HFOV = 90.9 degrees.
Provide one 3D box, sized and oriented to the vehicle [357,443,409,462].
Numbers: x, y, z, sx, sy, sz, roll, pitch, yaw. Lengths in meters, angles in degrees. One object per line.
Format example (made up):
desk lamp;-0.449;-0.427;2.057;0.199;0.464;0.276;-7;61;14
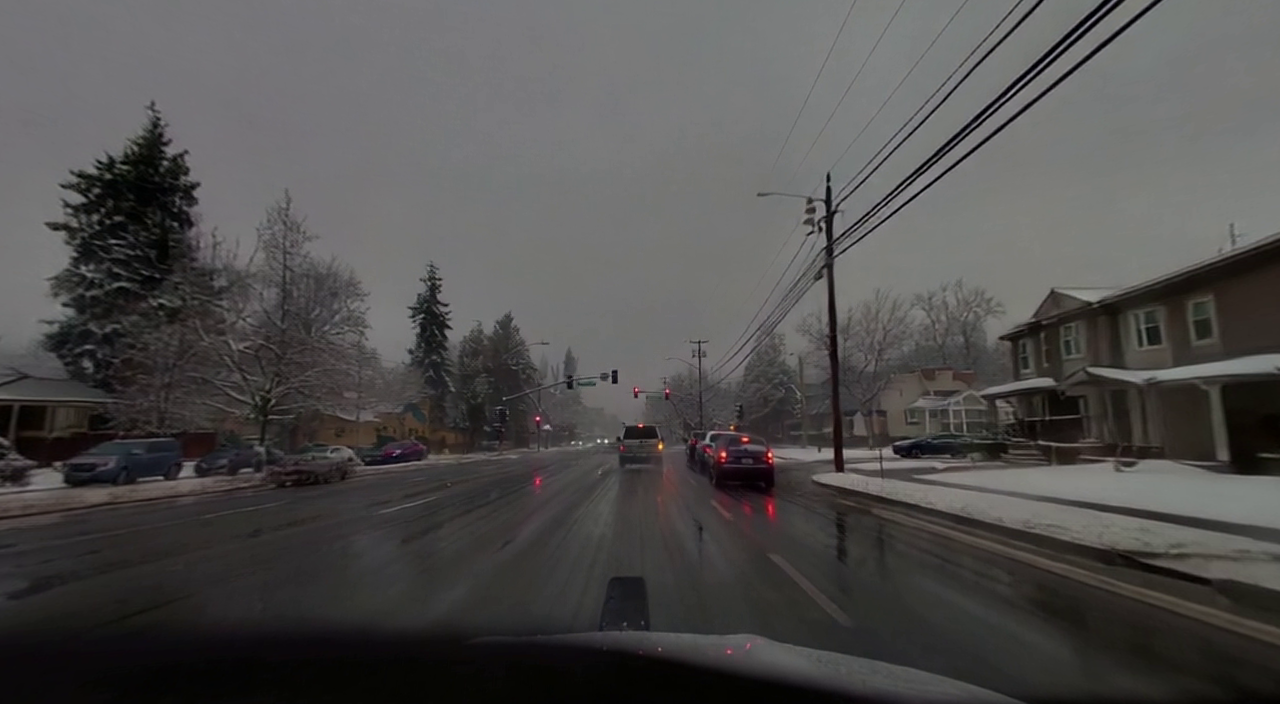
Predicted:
vehicle;-19.737;7.738;48.633;1.830;1.436;4.771;0;-8;2

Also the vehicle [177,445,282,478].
vehicle;-19.852;5.276;30.750;1.866;1.471;4.770;0;-8;1

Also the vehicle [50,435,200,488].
vehicle;-20.130;4.281;24.962;2.046;1.874;4.448;0;-8;2

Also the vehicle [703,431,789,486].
vehicle;3.167;3.284;19.715;2.002;1.511;4.124;0;-8;1

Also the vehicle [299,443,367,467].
vehicle;-19.782;6.660;40.827;1.891;1.460;4.681;0;-8;2

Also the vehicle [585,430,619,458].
vehicle;-2.673;6.626;45.342;1.999;1.864;4.279;0;-8;3

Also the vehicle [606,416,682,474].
vehicle;0.159;3.788;25.640;2.769;2.087;5.130;0;-8;0

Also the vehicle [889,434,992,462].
vehicle;16.520;5.292;34.798;4.671;1.495;1.900;-1;-8;4
